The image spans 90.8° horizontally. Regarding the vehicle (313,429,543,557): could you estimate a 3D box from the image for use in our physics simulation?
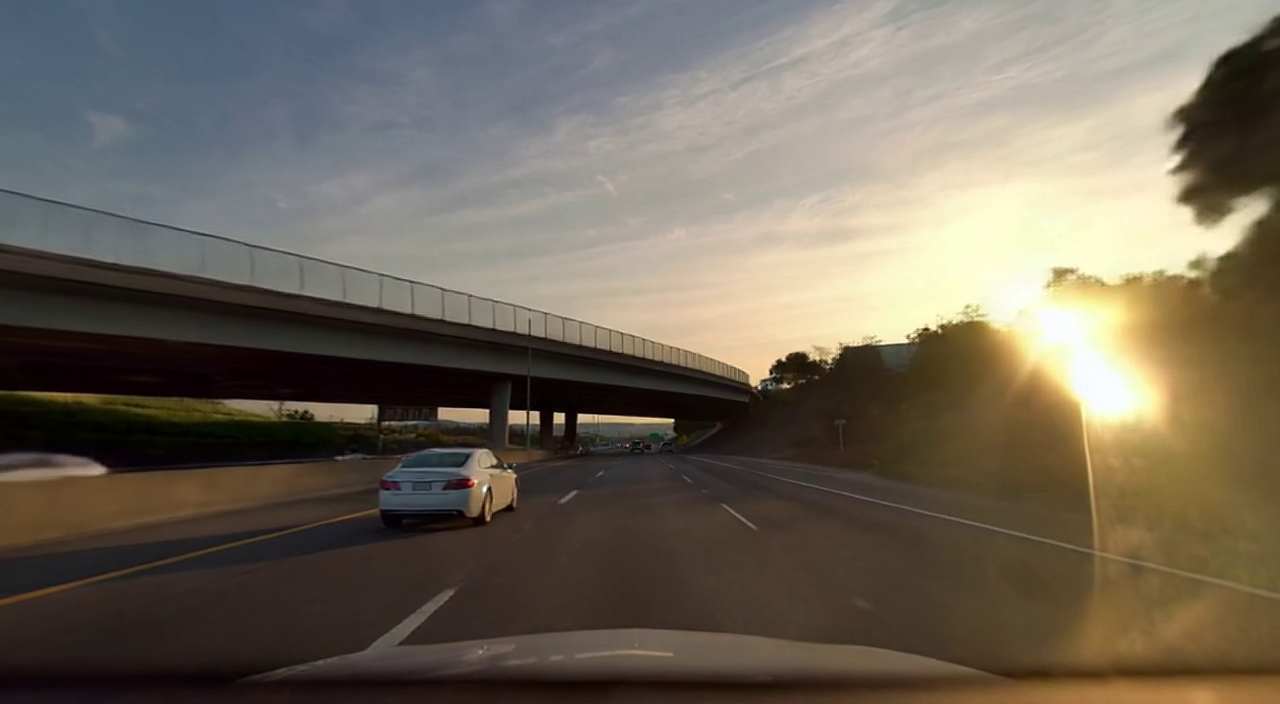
[{"bbox_3d":[-2.968,2.085,10.122,2.029,1.557,4.570,0,-9,1],"label":"vehicle"}]
